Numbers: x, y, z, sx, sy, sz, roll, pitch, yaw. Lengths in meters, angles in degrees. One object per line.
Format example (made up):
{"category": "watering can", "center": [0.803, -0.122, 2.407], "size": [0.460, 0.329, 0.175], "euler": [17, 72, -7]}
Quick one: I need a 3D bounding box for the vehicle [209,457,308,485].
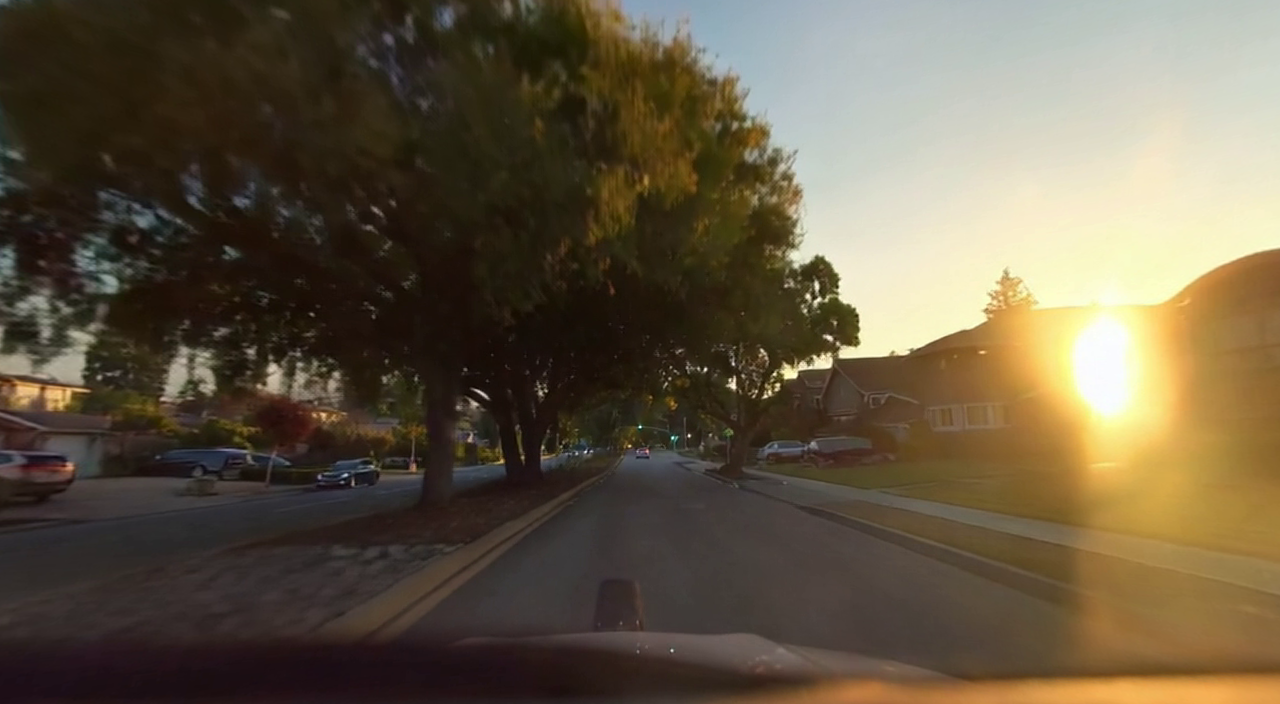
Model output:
{"category": "vehicle", "center": [-21.135, 6.604, 35.086], "size": [4.284, 1.431, 1.811], "euler": [0, -9, 0]}

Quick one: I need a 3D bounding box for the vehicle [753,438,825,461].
{"category": "vehicle", "center": [10.679, 7.014, 45.429], "size": [4.675, 1.520, 1.925], "euler": [0, -9, 0]}

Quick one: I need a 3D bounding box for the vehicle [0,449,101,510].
{"category": "vehicle", "center": [-21.159, 4.181, 20.929], "size": [4.756, 1.869, 2.042], "euler": [-1, -9, 3]}

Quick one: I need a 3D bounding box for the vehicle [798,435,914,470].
{"category": "vehicle", "center": [9.991, 4.670, 29.494], "size": [4.660, 1.513, 2.067], "euler": [0, -9, -1]}

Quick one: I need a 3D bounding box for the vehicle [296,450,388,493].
{"category": "vehicle", "center": [-14.410, 5.755, 30.957], "size": [2.008, 1.908, 5.305], "euler": [0, -9, -1]}
